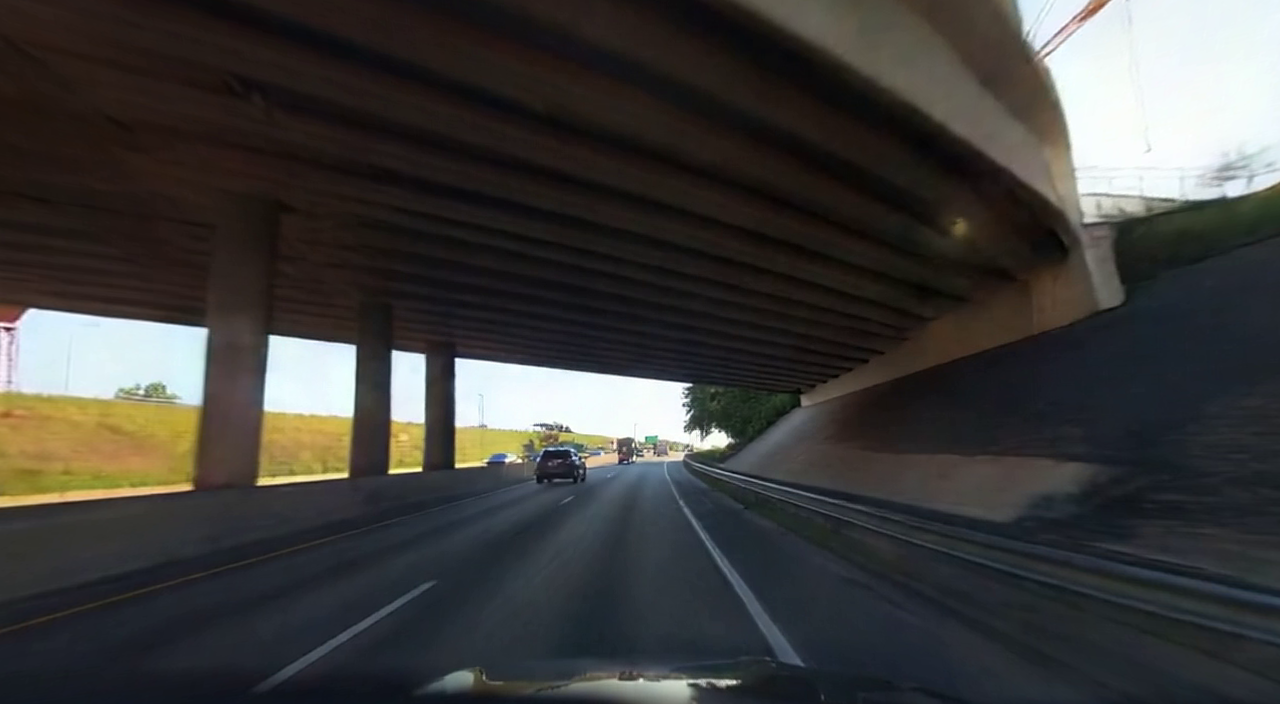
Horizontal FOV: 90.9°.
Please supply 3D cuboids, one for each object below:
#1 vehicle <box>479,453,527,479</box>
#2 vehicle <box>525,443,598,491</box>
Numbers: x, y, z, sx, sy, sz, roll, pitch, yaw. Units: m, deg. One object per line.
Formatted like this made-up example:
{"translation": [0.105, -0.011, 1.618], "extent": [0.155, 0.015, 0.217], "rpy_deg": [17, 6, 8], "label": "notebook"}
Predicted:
{"translation": [-8.552, 7.133, 39.694], "extent": [1.918, 1.483, 4.090], "rpy_deg": [-1, -9, 2], "label": "vehicle"}
{"translation": [-2.873, 4.347, 24.028], "extent": [2.194, 1.648, 3.984], "rpy_deg": [-1, -9, 1], "label": "vehicle"}
